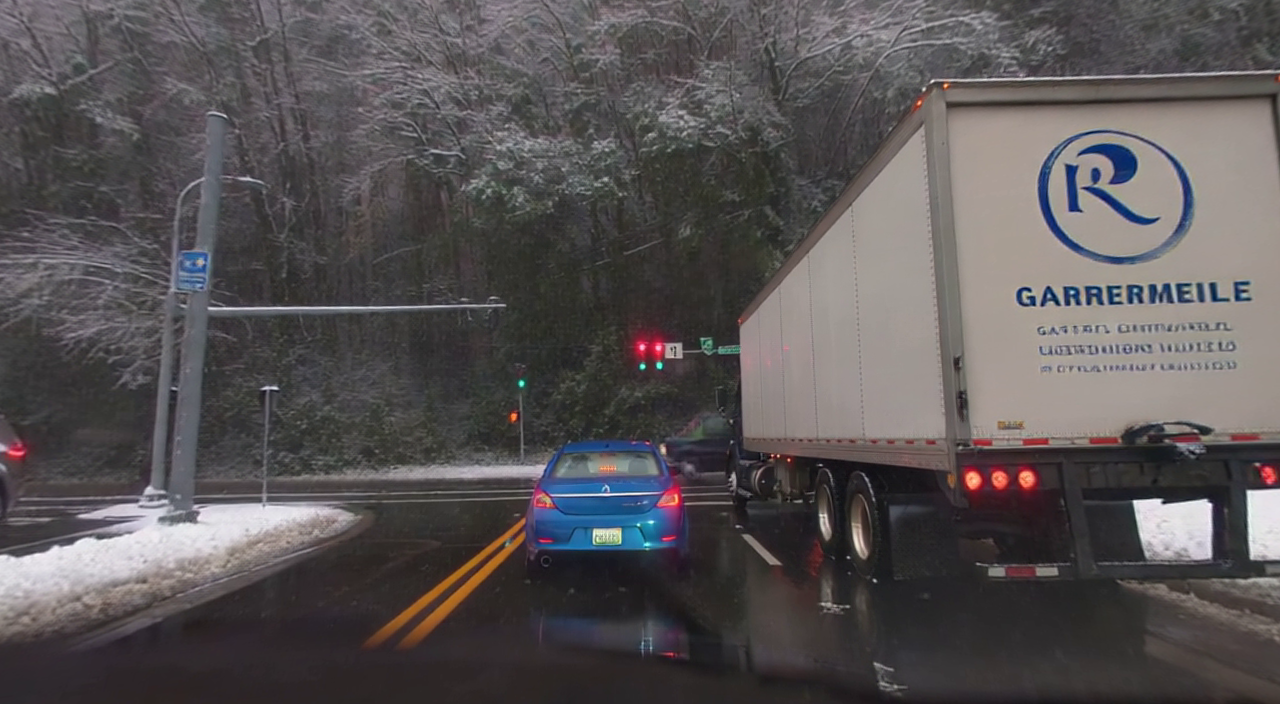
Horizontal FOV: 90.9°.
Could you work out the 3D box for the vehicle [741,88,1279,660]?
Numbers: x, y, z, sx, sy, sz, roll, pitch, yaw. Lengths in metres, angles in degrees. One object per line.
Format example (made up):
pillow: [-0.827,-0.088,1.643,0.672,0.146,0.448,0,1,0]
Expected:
vehicle: [3.563,0.770,8.955,2.884,3.753,9.763,0,-9,2]

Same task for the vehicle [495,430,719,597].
vehicle: [-0.323,1.708,7.425,1.975,1.457,3.526,0,-9,-1]
